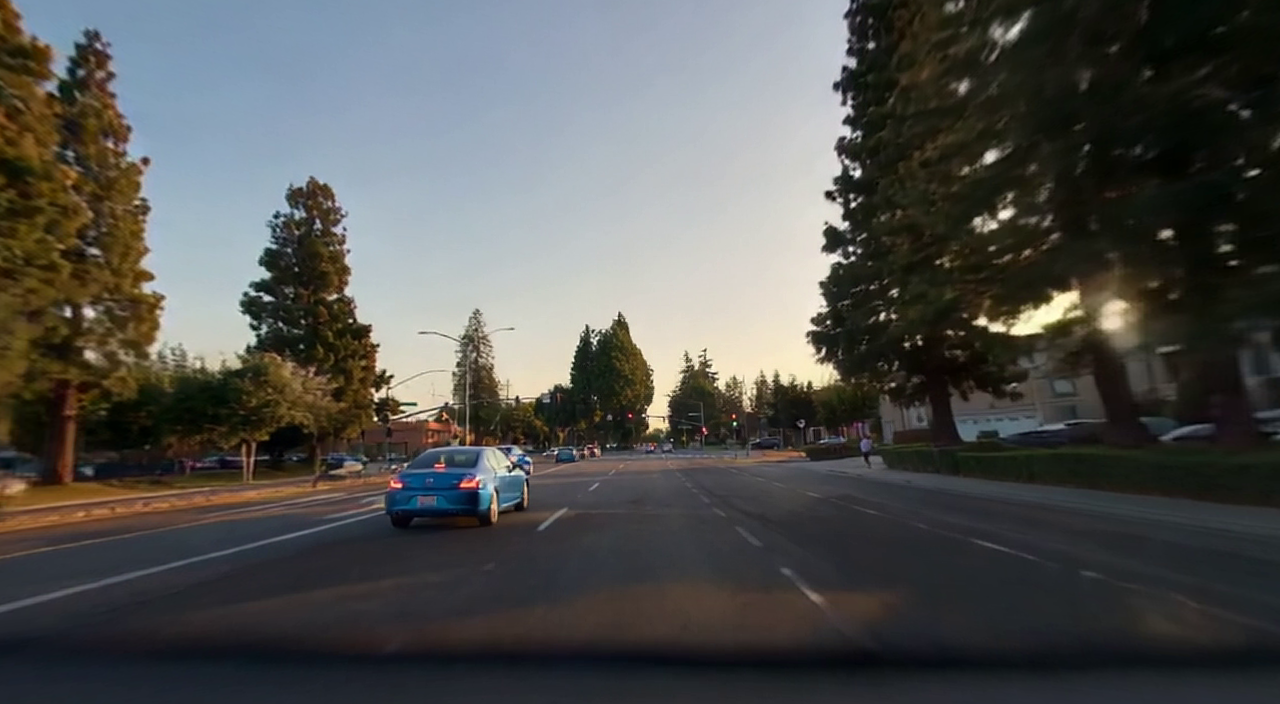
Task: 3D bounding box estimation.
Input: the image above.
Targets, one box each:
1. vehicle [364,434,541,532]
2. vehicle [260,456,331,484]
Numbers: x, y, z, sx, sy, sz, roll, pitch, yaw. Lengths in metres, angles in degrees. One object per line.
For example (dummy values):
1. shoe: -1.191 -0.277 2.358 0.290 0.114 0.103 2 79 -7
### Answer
1. vehicle: -3.237 2.353 11.951 1.924 1.480 4.421 0 -9 1
2. vehicle: -21.833 7.468 40.170 1.982 1.656 4.316 0 -9 1
